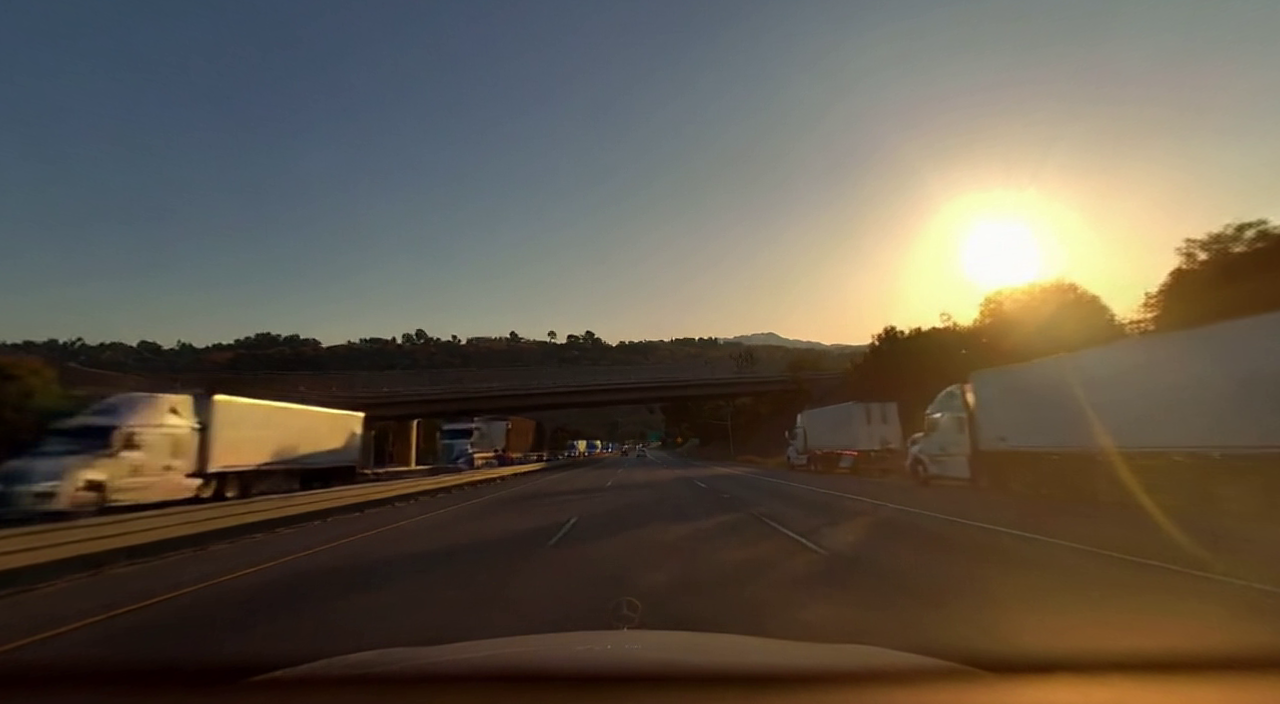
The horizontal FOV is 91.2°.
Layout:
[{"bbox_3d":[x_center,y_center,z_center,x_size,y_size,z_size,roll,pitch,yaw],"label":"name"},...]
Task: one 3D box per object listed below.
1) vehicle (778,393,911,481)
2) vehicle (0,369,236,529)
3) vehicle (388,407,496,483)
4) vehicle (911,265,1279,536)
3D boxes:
[{"bbox_3d":[10.998,5.015,36.063,2.911,4.067,13.916,-1,-9,0],"label":"vehicle"},{"bbox_3d":[-15.566,2.852,18.640,2.996,3.975,5.840,-1,-9,0],"label":"vehicle"},{"bbox_3d":[-11.517,5.675,38.018,3.029,3.881,10.922,0,-9,0],"label":"vehicle"},{"bbox_3d":[11.058,1.526,14.614,2.850,4.038,14.497,0,-9,-1],"label":"vehicle"}]
